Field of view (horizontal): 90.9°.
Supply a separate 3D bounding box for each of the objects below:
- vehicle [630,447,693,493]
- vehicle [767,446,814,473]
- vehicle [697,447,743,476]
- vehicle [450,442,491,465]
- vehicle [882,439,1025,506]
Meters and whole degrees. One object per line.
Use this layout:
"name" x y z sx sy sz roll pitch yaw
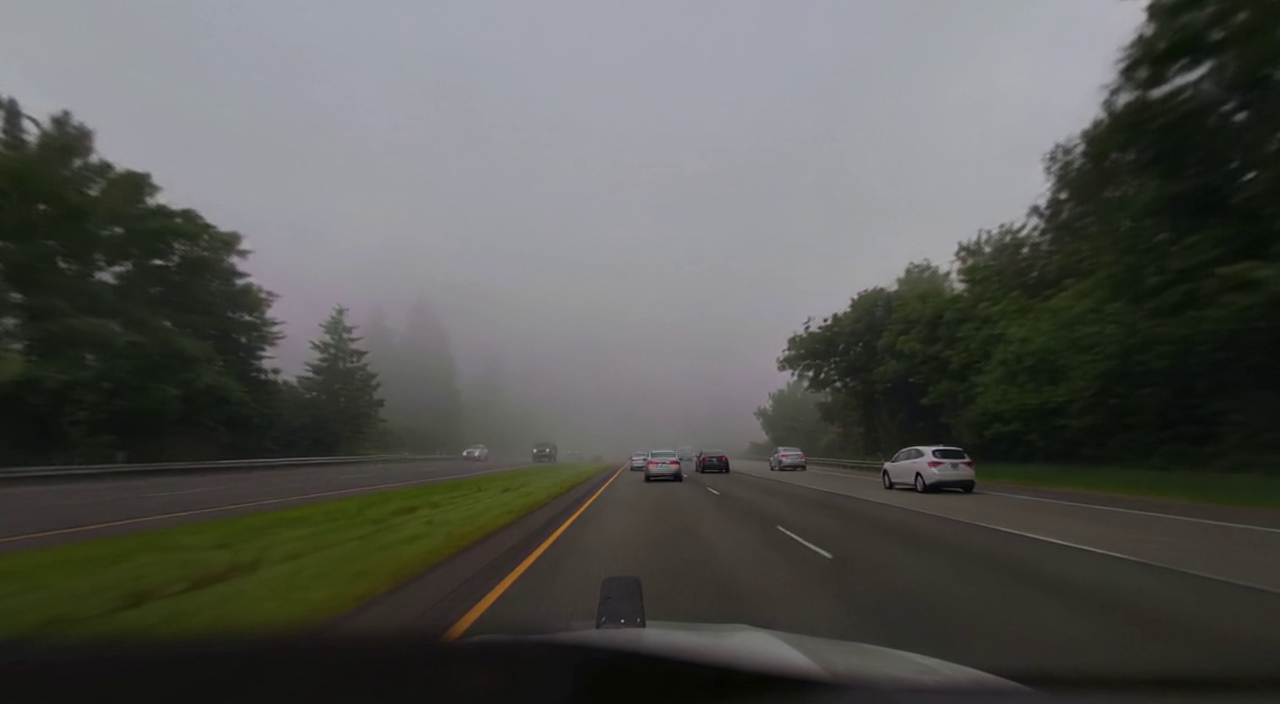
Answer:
"vehicle" 0.686 4.054 21.963 2.020 1.426 3.702 0 -9 0
"vehicle" 9.245 6.641 39.069 1.957 1.594 3.632 0 -9 0
"vehicle" 4.433 6.101 35.367 1.981 1.518 4.029 0 -9 -1
"vehicle" -12.459 7.514 46.567 1.835 1.583 4.021 0 -9 0
"vehicle" 8.146 3.150 16.810 1.847 1.554 3.752 0 -9 0
